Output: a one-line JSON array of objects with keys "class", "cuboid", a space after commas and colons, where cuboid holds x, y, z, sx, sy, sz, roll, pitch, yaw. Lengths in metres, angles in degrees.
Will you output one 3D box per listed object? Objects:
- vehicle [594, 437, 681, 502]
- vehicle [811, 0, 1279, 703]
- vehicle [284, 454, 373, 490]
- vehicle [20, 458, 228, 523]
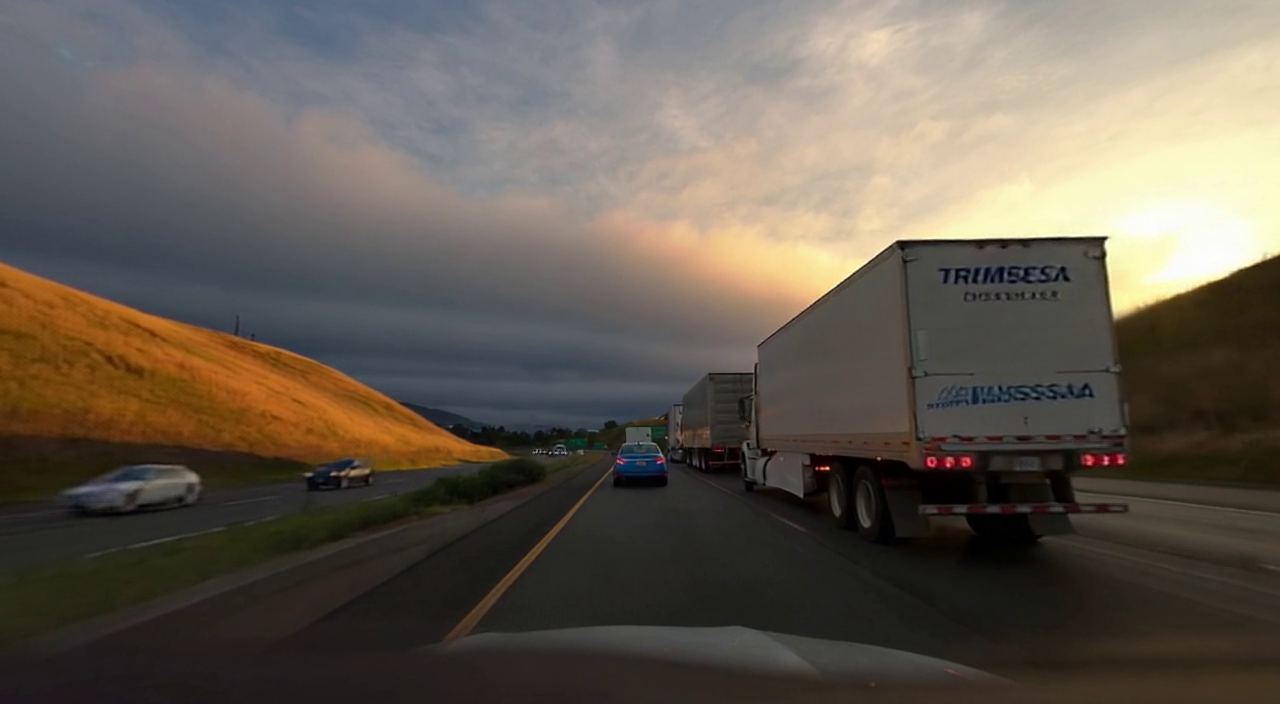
[{"class": "vehicle", "cuboid": [-0.084, 3.056, 16.831, 2.045, 1.507, 3.763, -1, -8, -1]}, {"class": "vehicle", "cuboid": [4.339, -0.634, 1.620, 3.410, 4.438, 14.410, 0, -8, -1]}, {"class": "vehicle", "cuboid": [-15.044, 5.801, 30.676, 2.081, 1.476, 4.233, -1, -8, 1]}, {"class": "vehicle", "cuboid": [-14.531, 3.879, 18.197, 2.046, 1.490, 4.634, -1, -8, 1]}]
